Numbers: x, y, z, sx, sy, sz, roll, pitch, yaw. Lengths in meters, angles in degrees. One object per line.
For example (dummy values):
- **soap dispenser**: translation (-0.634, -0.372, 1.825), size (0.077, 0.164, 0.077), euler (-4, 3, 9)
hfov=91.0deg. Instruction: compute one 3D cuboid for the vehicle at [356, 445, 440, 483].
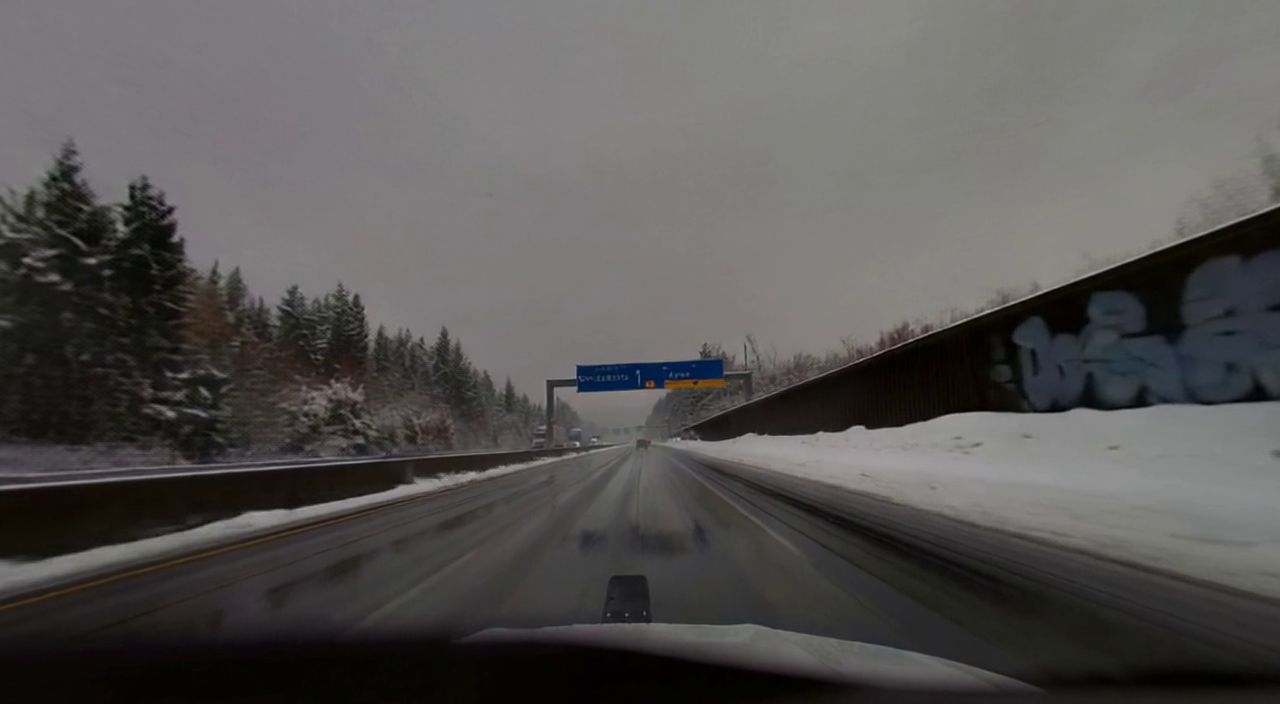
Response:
- **vehicle**: translation (-10.532, 4.871, 27.755), size (1.863, 1.487, 4.505), euler (0, -8, 1)
